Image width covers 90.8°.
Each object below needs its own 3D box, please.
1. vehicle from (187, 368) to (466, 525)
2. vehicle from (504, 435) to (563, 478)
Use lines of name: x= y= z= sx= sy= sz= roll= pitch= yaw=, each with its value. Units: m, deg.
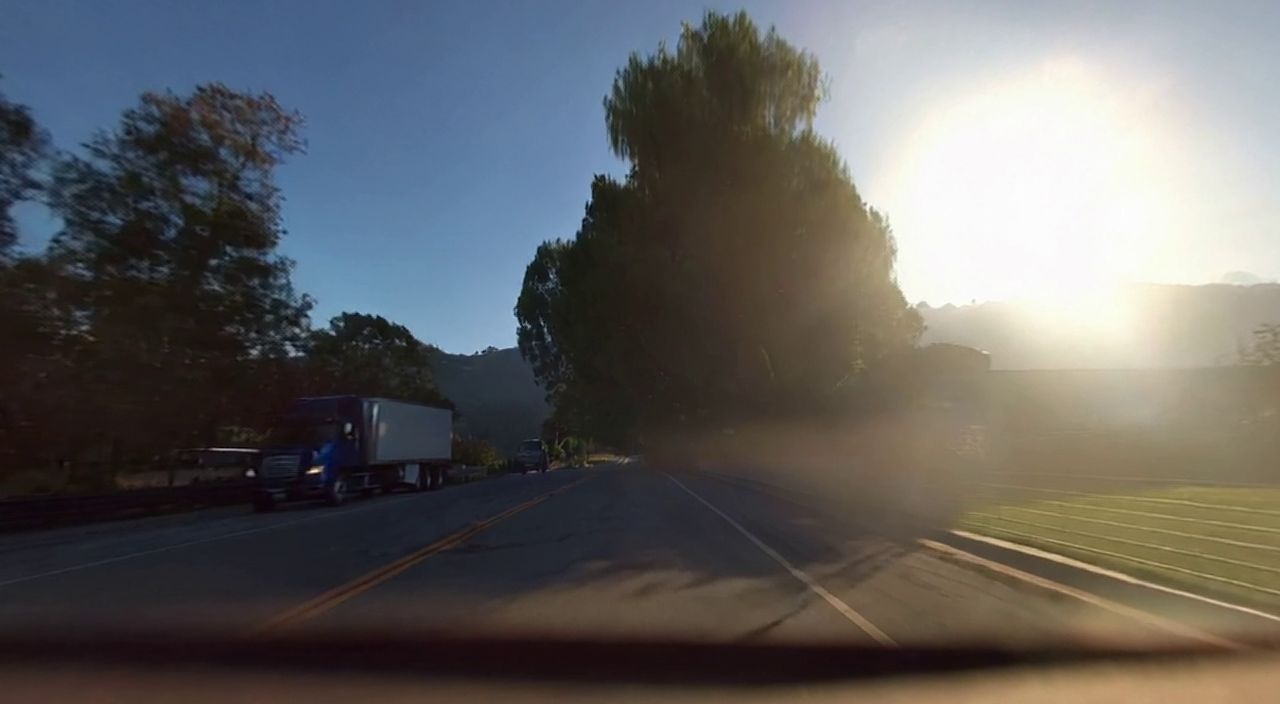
vehicle: x=-8.160 y=2.645 z=18.755 sx=2.905 sy=3.359 sz=10.168 roll=0 pitch=-7 yaw=1
vehicle: x=-8.110 y=8.021 z=49.166 sx=2.781 sy=3.039 sz=8.581 roll=0 pitch=-8 yaw=2
